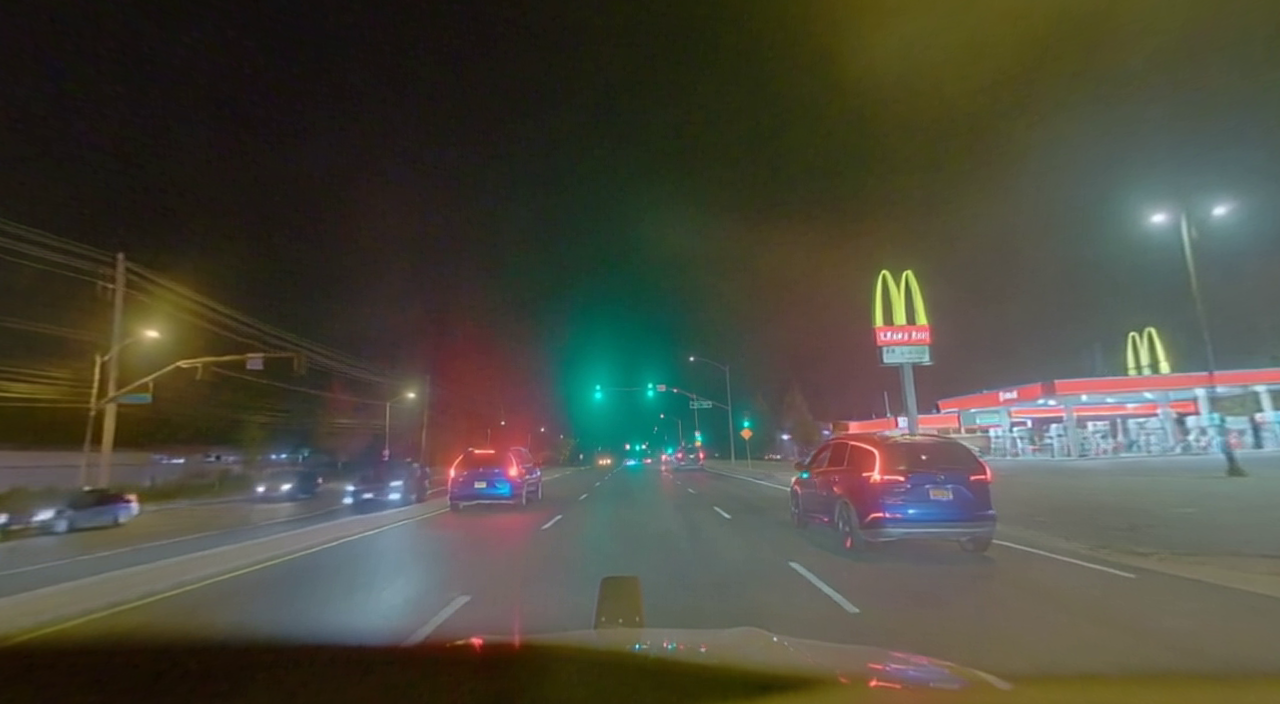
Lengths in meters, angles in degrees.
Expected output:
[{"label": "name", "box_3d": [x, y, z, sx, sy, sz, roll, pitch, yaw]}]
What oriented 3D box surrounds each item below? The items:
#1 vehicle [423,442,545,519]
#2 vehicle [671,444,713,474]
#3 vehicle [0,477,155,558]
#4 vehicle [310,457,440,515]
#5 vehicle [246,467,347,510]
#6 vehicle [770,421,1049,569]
[{"label": "vehicle", "box_3d": [-3.644, 3.058, 15.580, 1.935, 1.617, 4.045, 0, -9, 1]}, {"label": "vehicle", "box_3d": [3.162, 6.643, 39.397, 2.066, 1.699, 4.419, 0, -9, -2]}, {"label": "vehicle", "box_3d": [-14.280, 3.831, 15.035, 1.861, 1.472, 4.543, 0, -9, 0]}, {"label": "vehicle", "box_3d": [-8.101, 4.096, 19.861, 2.056, 1.519, 4.383, -1, -9, 2]}, {"label": "vehicle", "box_3d": [-14.199, 5.627, 26.409, 1.833, 1.476, 4.117, -1, -9, 1]}, {"label": "vehicle", "box_3d": [3.532, 1.962, 9.462, 2.085, 1.655, 4.459, 0, -9, -2]}]
